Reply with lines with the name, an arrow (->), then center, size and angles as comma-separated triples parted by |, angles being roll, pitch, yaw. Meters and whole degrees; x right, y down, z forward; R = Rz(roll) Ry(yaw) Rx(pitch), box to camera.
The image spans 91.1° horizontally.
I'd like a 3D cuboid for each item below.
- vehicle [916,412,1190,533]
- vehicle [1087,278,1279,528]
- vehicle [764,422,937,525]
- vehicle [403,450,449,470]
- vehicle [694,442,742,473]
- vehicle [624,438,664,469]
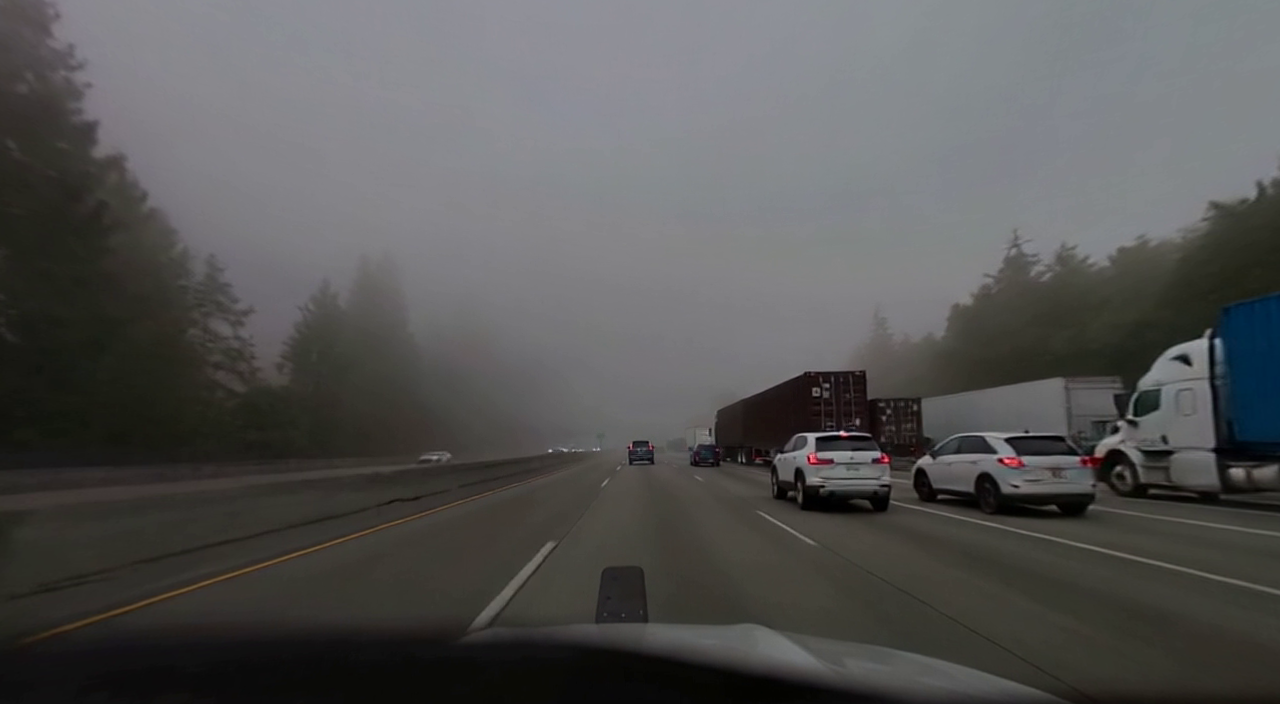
vehicle -> 7.392, 2.189, 12.035 | 1.985, 1.835, 4.681 | 0, -8, -1
vehicle -> 11.552, 0.768, 9.650 | 2.998, 3.893, 8.456 | 0, -8, 0
vehicle -> 3.922, 2.319, 12.582 | 1.972, 1.693, 4.139 | 0, -8, -1
vehicle -> -16.715, 8.446, 49.244 | 1.906, 1.453, 4.484 | 0, -8, 1
vehicle -> 3.995, 5.453, 32.788 | 1.888, 1.501, 4.608 | 0, -8, 0
vehicle -> 0.273, 6.188, 38.477 | 2.313, 1.736, 4.215 | 0, -8, 1
